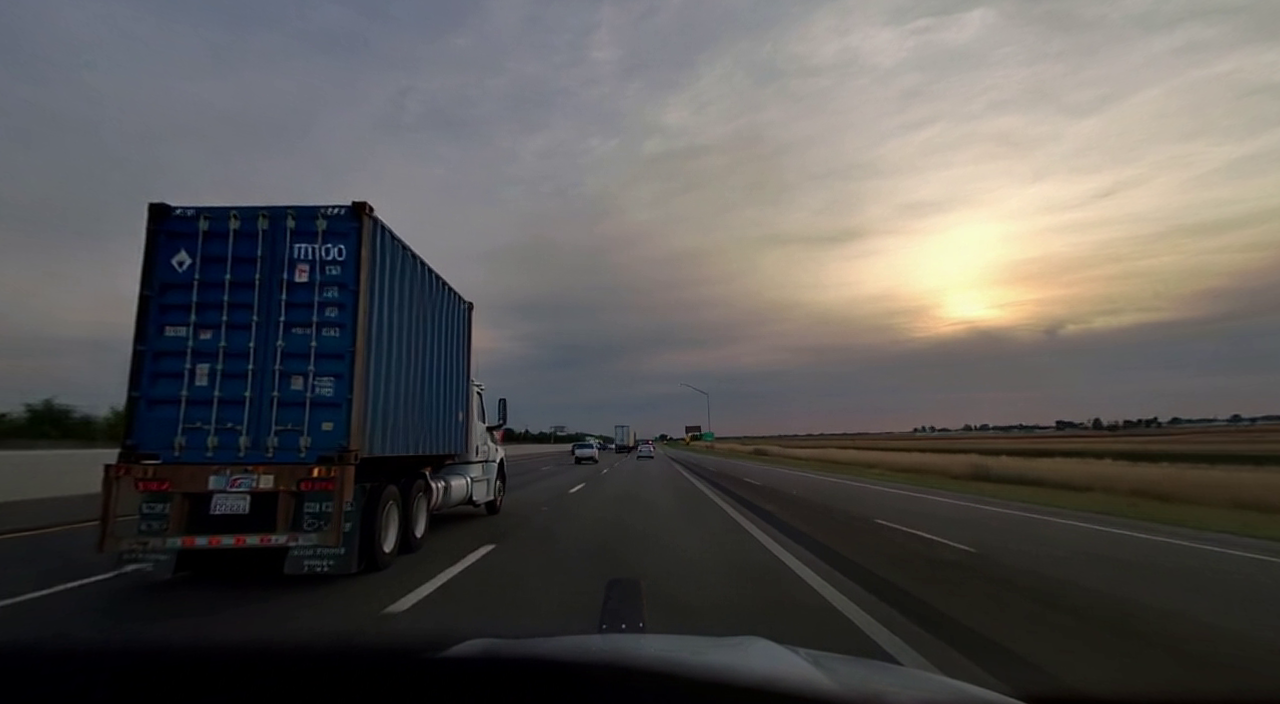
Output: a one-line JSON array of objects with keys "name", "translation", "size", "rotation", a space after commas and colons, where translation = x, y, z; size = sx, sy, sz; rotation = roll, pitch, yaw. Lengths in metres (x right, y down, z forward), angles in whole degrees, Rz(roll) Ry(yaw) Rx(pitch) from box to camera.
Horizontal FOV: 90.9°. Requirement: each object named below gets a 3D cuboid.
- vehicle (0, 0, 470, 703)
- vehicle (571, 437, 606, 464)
[{"name": "vehicle", "translation": [-4.020, -0.255, 2.281], "size": [2.840, 4.032, 13.388], "rotation": [0, -8, 1]}, {"name": "vehicle", "translation": [-3.447, 6.727, 43.126], "size": [1.995, 1.745, 4.187], "rotation": [0, -8, 1]}]
